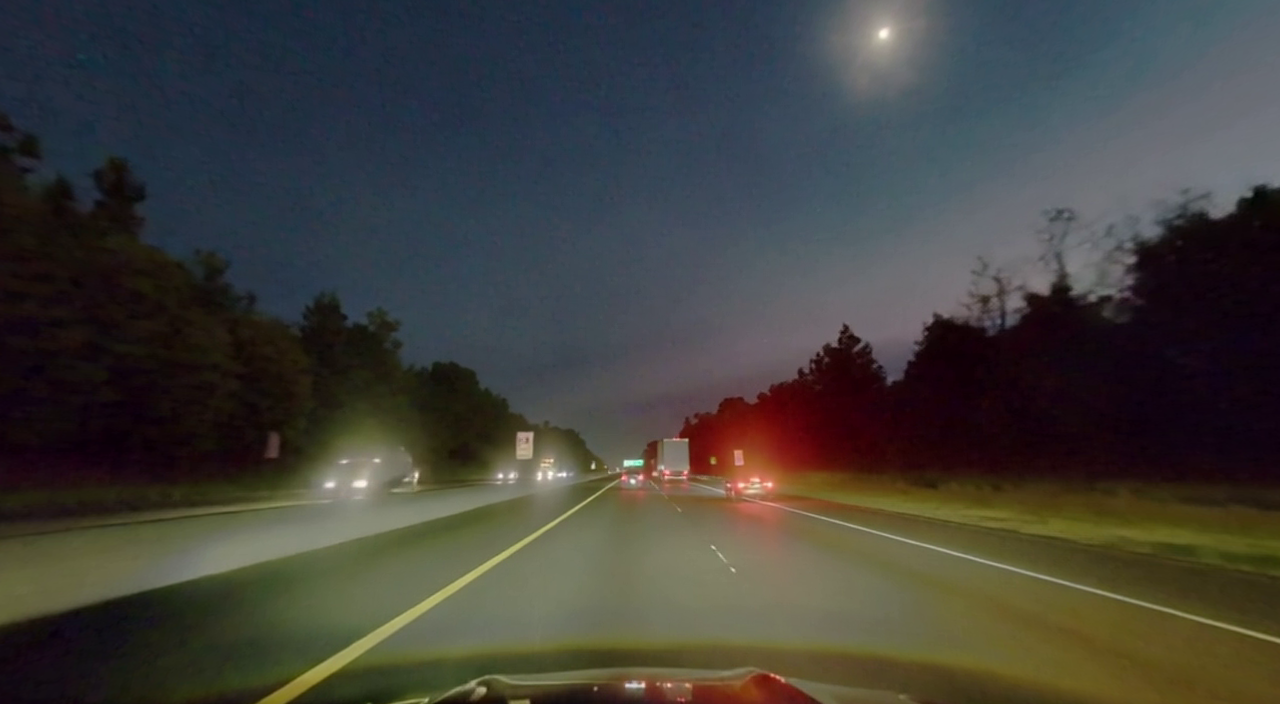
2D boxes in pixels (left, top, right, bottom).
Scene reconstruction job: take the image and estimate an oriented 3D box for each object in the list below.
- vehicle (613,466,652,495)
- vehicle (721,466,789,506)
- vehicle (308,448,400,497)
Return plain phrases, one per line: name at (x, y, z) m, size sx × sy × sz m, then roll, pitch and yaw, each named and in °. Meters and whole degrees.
vehicle at (-0.411, 6.927, 34.150) m, size 2.010 × 1.436 × 3.973 m, roll 1°, pitch -10°, yaw -1°
vehicle at (4.665, 5.494, 26.164) m, size 1.897 × 1.476 × 4.334 m, roll 1°, pitch -10°, yaw -2°
vehicle at (-15.747, 6.680, 35.114) m, size 2.326 × 2.432 × 5.777 m, roll 1°, pitch -10°, yaw 0°
